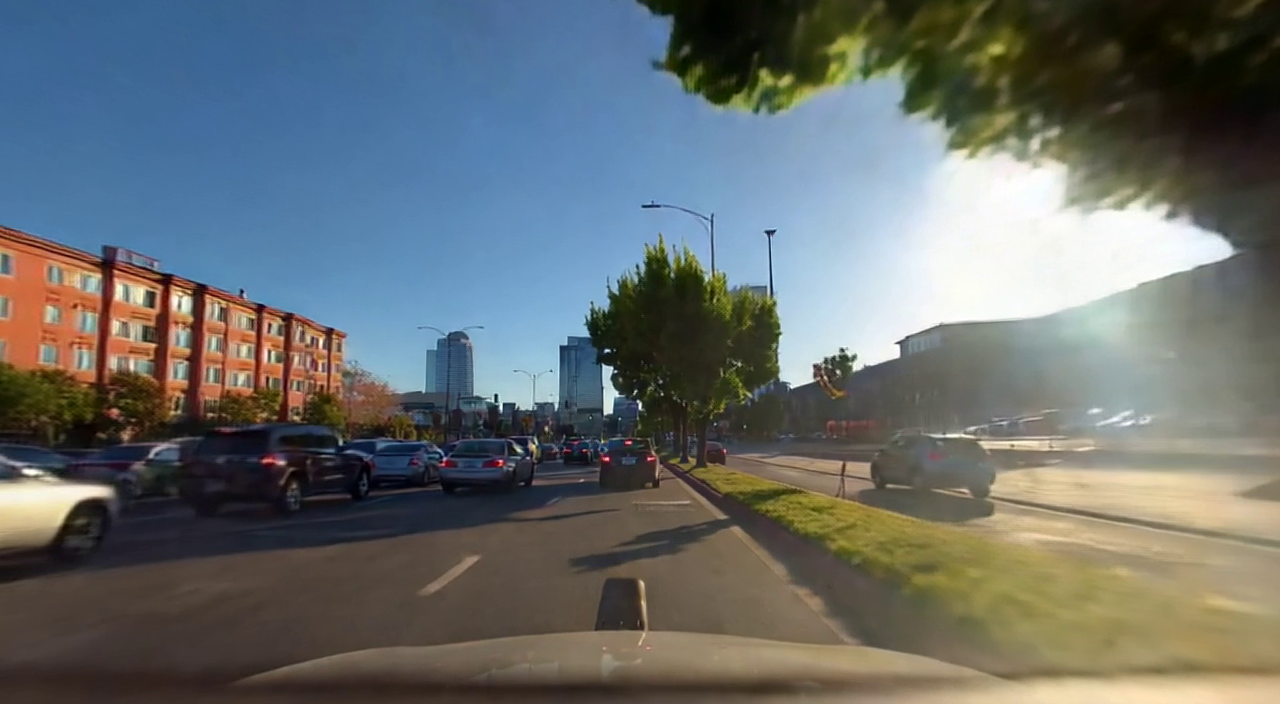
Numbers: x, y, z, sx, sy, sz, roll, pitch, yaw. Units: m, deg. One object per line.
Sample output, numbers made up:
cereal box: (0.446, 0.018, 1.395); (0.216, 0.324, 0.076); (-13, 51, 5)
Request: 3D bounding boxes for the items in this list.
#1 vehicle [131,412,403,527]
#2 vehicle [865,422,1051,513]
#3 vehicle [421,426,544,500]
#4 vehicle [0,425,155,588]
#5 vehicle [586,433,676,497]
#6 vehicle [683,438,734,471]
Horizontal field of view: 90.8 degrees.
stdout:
vehicle: (-6.765, 2.211, 12.518); (1.864, 1.737, 5.689); (0, -8, 1)
vehicle: (6.701, 2.474, 13.940); (1.889, 1.681, 4.120); (0, -8, 0)
vehicle: (-3.838, 2.799, 16.264); (2.009, 1.619, 4.376); (0, -8, 1)
vehicle: (-6.832, 1.354, 5.309); (1.877, 1.493, 4.624); (0, -8, -1)
vehicle: (-0.239, 3.006, 17.232); (2.161, 1.501, 4.184); (0, -8, -1)
vehicle: (3.238, 4.974, 30.762); (1.905, 1.473, 4.183); (0, -8, -2)
